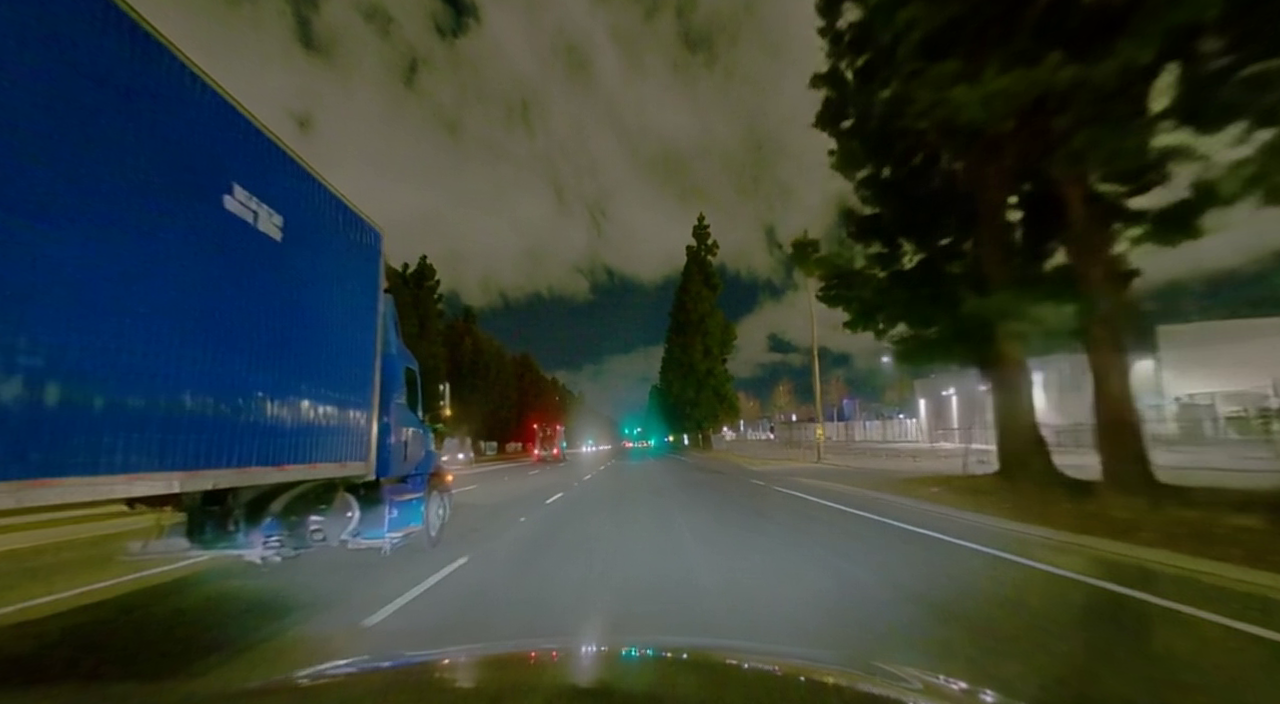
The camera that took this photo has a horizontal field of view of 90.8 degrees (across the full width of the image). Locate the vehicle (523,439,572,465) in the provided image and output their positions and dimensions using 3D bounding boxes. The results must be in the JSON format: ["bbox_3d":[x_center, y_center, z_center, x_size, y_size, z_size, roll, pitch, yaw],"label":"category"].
[{"bbox_3d":[-7.051,7.718,49.188,2.743,1.832,7.257,0,-8,0],"label":"vehicle"}]

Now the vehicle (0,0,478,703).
[{"bbox_3d":[-3.541,0.132,3.685,2.910,3.419,8.376,0,-8,0],"label":"vehicle"}]
